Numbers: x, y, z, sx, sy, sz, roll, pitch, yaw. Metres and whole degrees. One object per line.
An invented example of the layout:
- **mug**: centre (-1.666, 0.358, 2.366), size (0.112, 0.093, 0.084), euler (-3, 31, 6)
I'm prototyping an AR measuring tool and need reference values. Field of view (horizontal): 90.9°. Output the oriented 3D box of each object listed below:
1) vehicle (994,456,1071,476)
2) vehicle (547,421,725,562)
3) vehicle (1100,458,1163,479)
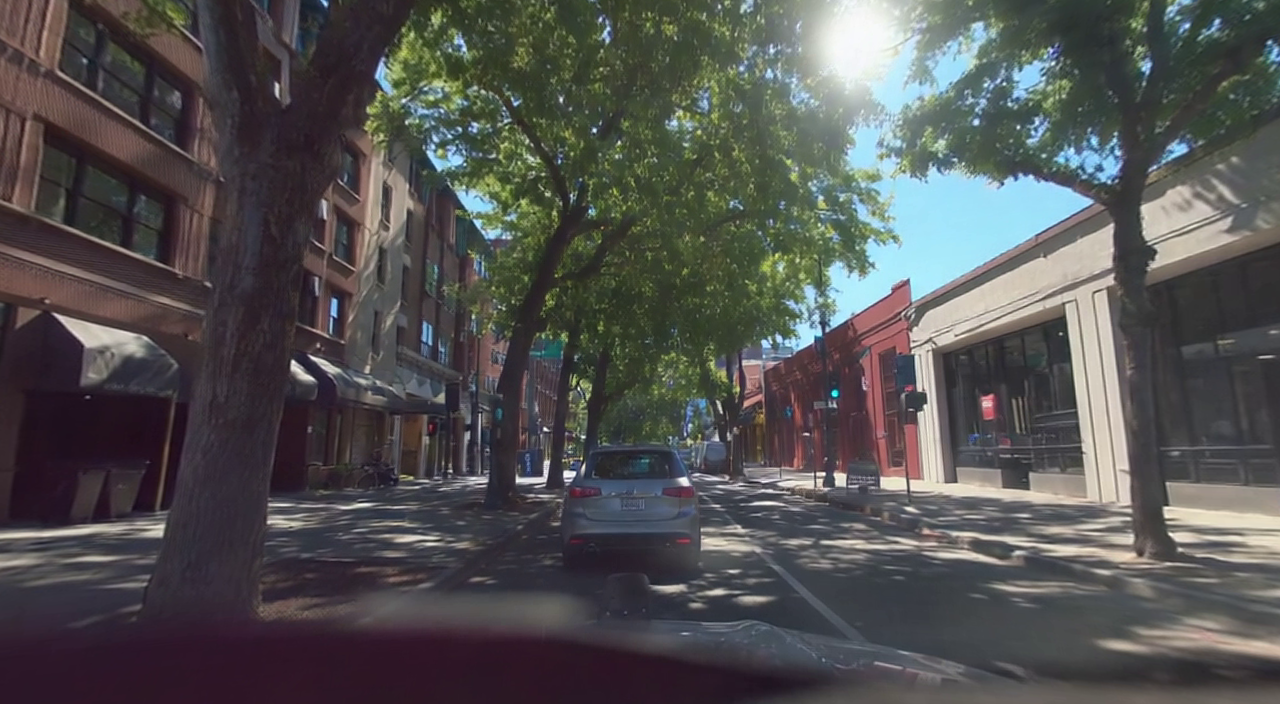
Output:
- **vehicle**: centre (29.813, 8.648, 47.900), size (4.668, 1.441, 1.904), euler (1, -9, -6)
- **vehicle**: centre (-0.084, 1.925, 9.394), size (2.079, 1.621, 3.861), euler (0, -8, -1)
- **vehicle**: centre (37.217, 8.836, 47.804), size (3.445, 1.363, 1.608), euler (2, -8, -1)
